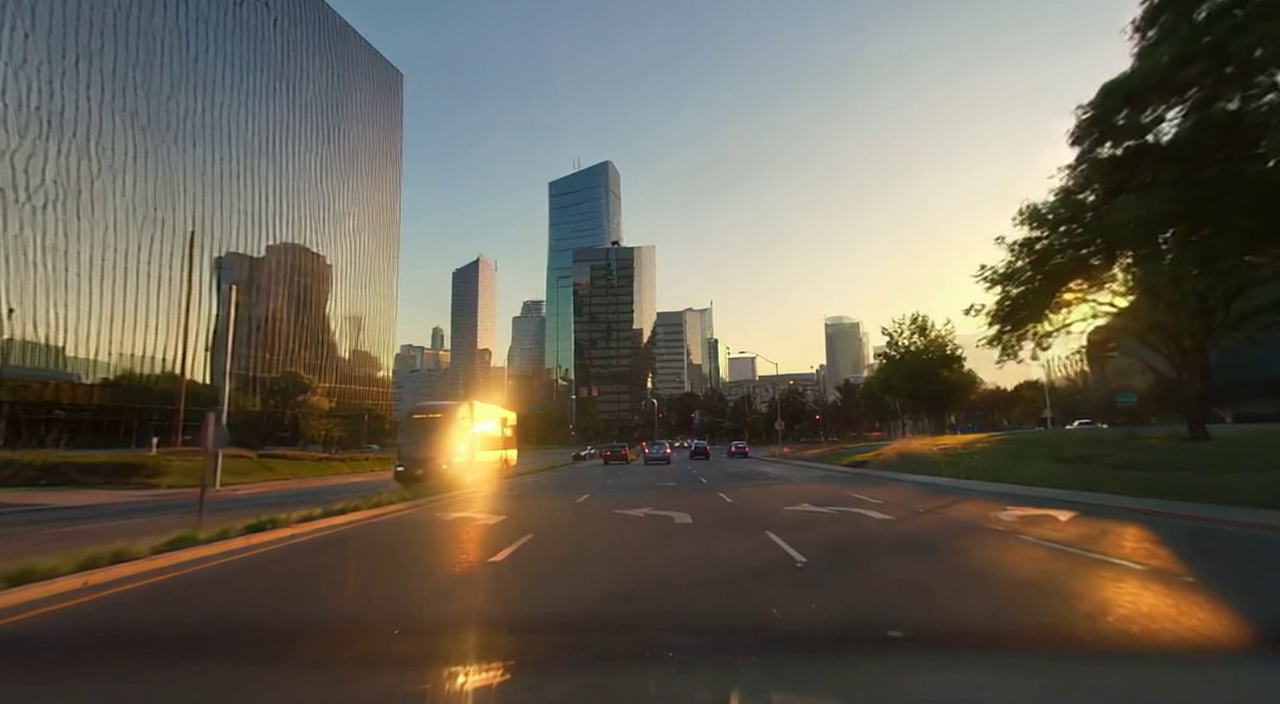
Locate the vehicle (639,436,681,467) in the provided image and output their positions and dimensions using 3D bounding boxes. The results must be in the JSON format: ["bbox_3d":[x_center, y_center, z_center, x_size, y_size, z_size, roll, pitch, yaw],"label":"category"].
[{"bbox_3d":[1.273,6.443,40.912,2.601,1.878,4.535,0,-9,1],"label":"vehicle"}]

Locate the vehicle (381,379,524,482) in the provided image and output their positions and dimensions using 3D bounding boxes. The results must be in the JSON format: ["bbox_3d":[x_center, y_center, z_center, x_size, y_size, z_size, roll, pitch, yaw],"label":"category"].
[{"bbox_3d":[-8.235,3.876,29.870,3.065,3.928,11.252,0,-9,1],"label":"vehicle"}]
